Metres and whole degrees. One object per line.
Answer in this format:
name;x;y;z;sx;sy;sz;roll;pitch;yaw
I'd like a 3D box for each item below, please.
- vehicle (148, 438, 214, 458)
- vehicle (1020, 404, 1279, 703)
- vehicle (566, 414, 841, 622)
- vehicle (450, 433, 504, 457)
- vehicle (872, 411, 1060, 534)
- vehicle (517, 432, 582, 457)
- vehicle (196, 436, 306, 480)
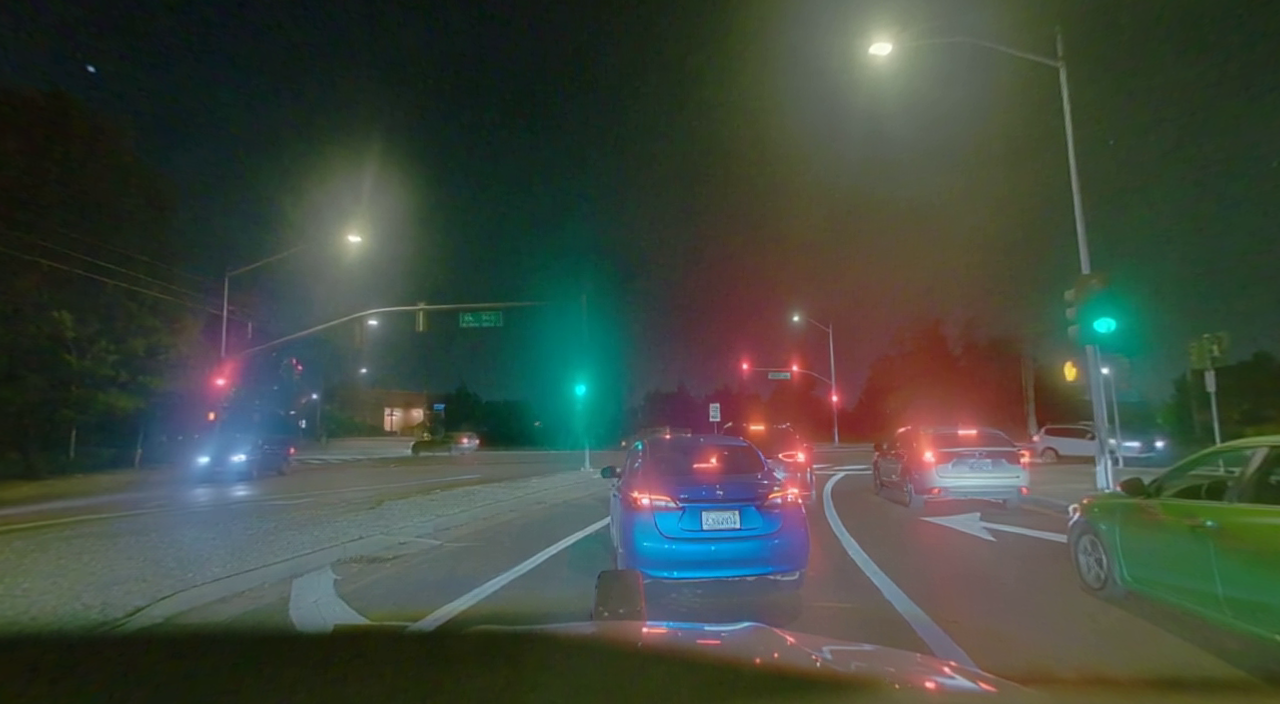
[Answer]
vehicle;-35.467;7.434;48.588;1.652;1.433;3.733;-7;-11;40
vehicle;4.222;1.061;3.382;1.954;1.508;4.441;-1;-8;6
vehicle;0.832;1.500;6.698;2.052;1.483;3.928;-2;-8;12
vehicle;-12.565;7.120;48.170;1.972;1.705;4.457;8;-11;-44
vehicle;5.499;2.049;11.295;2.102;1.717;4.373;-2;-9;16
vehicle;-6.052;6.108;41.537;1.932;1.573;4.509;8;-12;-44
vehicle;-14.313;3.892;23.464;1.976;1.458;4.645;2;-8;-12
